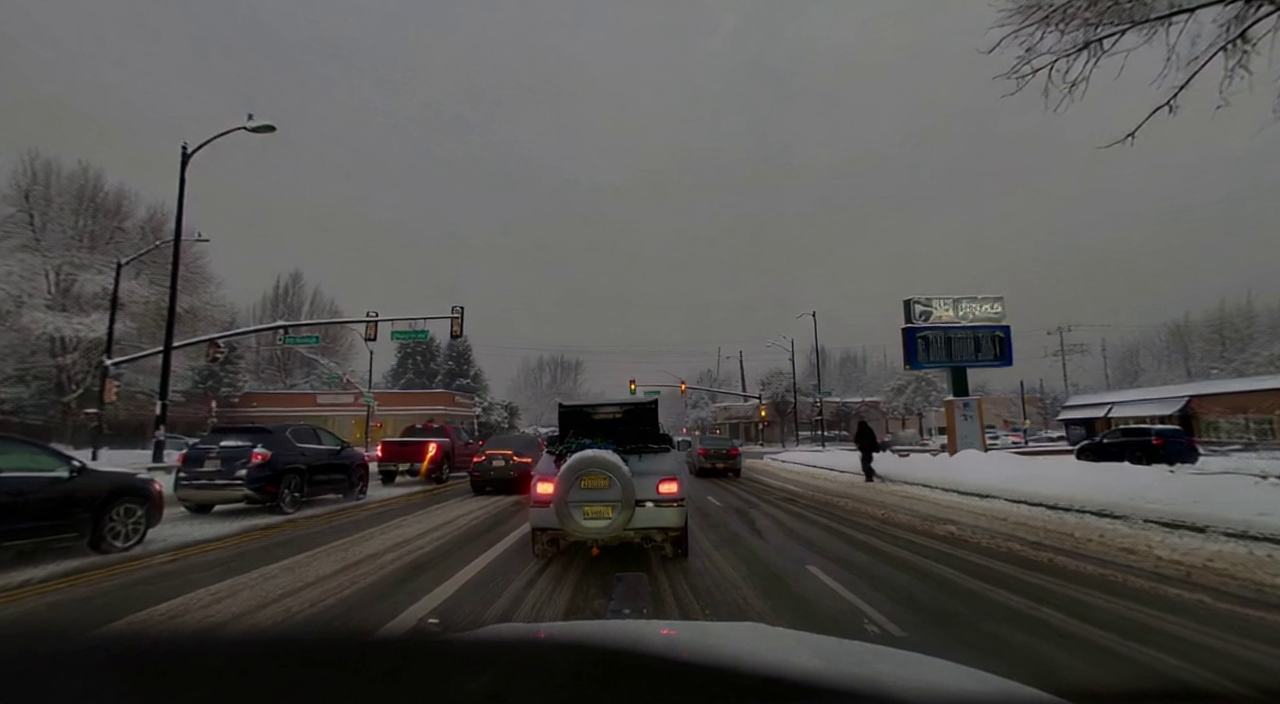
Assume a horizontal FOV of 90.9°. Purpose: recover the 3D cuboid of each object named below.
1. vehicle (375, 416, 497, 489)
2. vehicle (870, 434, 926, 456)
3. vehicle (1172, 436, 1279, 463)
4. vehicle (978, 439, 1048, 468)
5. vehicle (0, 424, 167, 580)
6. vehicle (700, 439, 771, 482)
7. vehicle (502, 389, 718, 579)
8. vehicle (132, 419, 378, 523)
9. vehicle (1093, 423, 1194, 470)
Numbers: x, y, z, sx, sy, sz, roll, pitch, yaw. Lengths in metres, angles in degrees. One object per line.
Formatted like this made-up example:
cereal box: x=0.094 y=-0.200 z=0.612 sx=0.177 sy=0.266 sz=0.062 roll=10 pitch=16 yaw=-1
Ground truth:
vehicle: x=-6.476 y=3.264 z=20.681 sx=2.496 sy=2.112 sz=4.351 roll=0 pitch=-8 yaw=0
vehicle: x=20.102 y=7.255 z=49.046 sx=4.361 sy=1.653 sz=2.034 roll=6 pitch=-11 yaw=-37
vehicle: x=29.690 y=4.891 z=31.680 sx=4.176 sy=1.313 sz=1.719 roll=0 pitch=-8 yaw=2
vehicle: x=20.103 y=5.405 z=33.916 sx=3.836 sy=1.443 sz=1.694 roll=5 pitch=-10 yaw=-35
vehicle: x=-6.965 y=1.396 z=5.816 sx=1.831 sy=1.451 sz=4.382 roll=0 pitch=-8 yaw=-1
vehicle: x=3.429 y=4.009 z=23.513 sx=2.023 sy=1.441 sz=4.240 roll=0 pitch=-8 yaw=1
vehicle: x=-0.313 y=1.588 z=8.279 sx=2.064 sy=1.817 sz=4.298 roll=0 pitch=-8 yaw=-1
vehicle: x=-7.162 y=2.258 z=12.458 sx=1.941 sy=1.655 sz=4.503 roll=0 pitch=-8 yaw=1
vehicle: x=19.239 y=3.597 z=24.030 sx=4.156 sy=1.622 sz=1.924 roll=6 pitch=-11 yaw=-37
